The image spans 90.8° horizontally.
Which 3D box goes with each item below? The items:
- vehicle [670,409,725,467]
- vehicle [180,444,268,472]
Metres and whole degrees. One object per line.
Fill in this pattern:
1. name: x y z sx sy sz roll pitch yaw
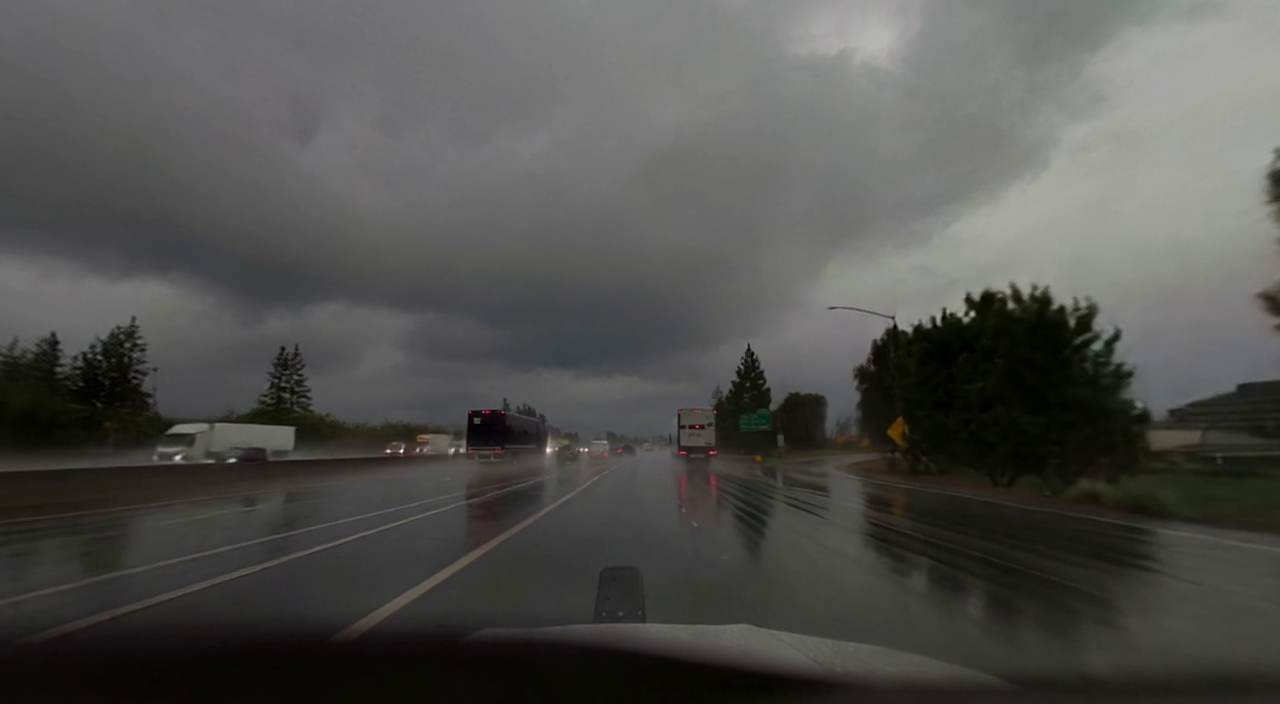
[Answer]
1. vehicle: 3.960 6.501 46.753 2.928 3.595 13.975 0 -9 1
2. vehicle: -23.734 6.056 36.239 1.846 1.509 4.493 -1 -9 2
